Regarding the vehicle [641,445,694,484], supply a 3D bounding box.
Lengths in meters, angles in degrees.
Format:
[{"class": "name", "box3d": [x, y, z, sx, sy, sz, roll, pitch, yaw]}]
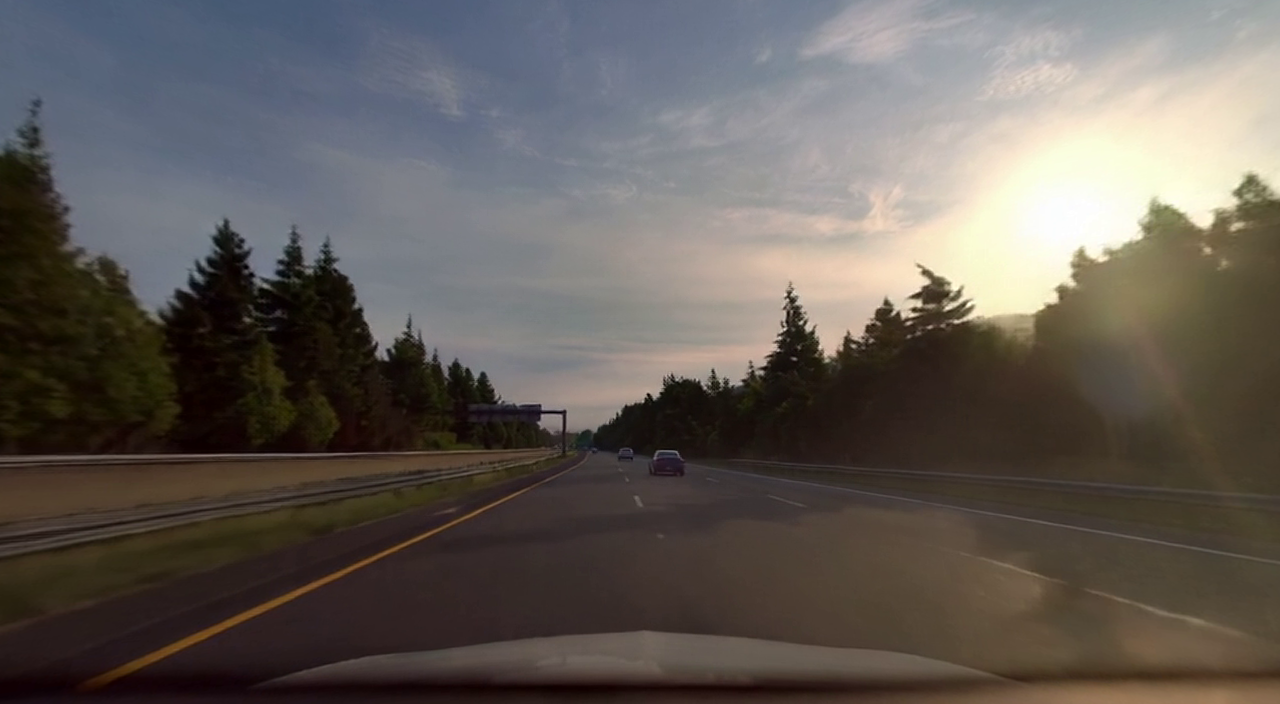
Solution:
[{"class": "vehicle", "box3d": [1.162, 4.983, 28.126, 2.011, 1.590, 3.607, 0, -9, -3]}]
